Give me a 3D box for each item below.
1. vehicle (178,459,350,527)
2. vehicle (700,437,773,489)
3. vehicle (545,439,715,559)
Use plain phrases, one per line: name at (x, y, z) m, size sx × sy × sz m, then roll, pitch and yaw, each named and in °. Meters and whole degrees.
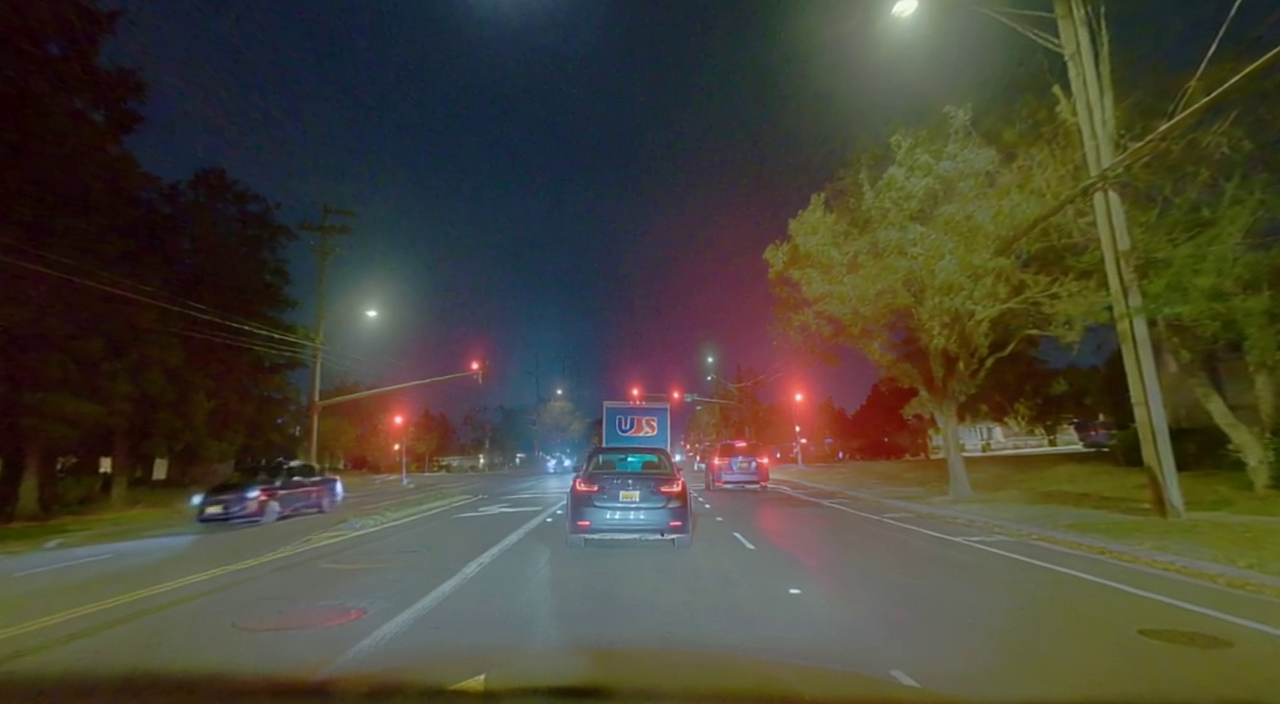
vehicle at (-9.770, 3.654, 16.924) m, size 1.950 × 1.467 × 4.270 m, roll 0°, pitch -8°, yaw 0°
vehicle at (3.690, 4.331, 25.054) m, size 2.145 × 1.847 × 4.524 m, roll 0°, pitch -8°, yaw -1°
vehicle at (-0.159, 2.164, 10.100) m, size 2.135 × 1.483 × 4.207 m, roll 0°, pitch -8°, yaw -1°
